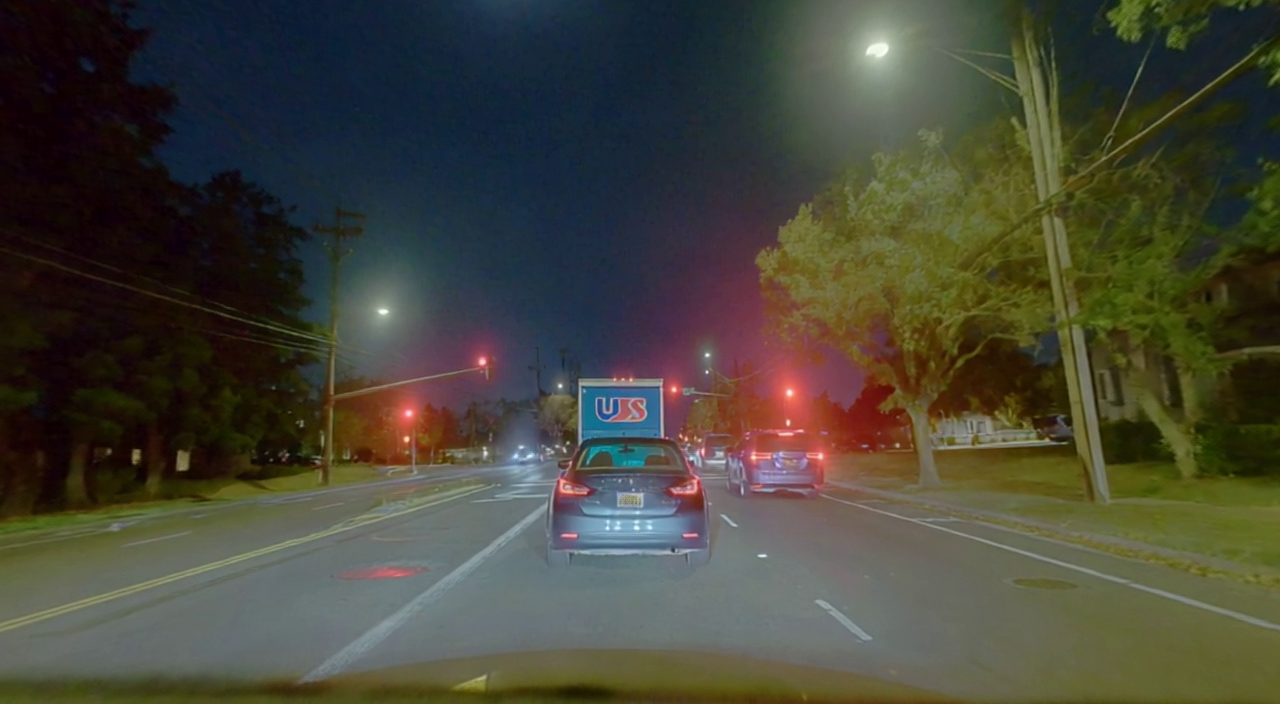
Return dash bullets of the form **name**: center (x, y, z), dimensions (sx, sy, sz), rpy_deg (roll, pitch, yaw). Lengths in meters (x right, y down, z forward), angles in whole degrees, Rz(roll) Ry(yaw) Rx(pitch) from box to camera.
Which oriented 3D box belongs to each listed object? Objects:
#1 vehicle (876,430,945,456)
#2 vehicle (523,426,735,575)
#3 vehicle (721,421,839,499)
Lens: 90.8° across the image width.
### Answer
- **vehicle**: center (19.634, 6.627, 45.998), dimensions (4.033, 1.778, 2.015), rpy_deg (1, -8, -7)
- **vehicle**: center (-0.151, 1.810, 8.549), dimensions (2.135, 1.483, 4.207), rpy_deg (0, -8, -1)
- **vehicle**: center (3.643, 2.917, 17.423), dimensions (2.145, 1.847, 4.524), rpy_deg (0, -8, -1)
